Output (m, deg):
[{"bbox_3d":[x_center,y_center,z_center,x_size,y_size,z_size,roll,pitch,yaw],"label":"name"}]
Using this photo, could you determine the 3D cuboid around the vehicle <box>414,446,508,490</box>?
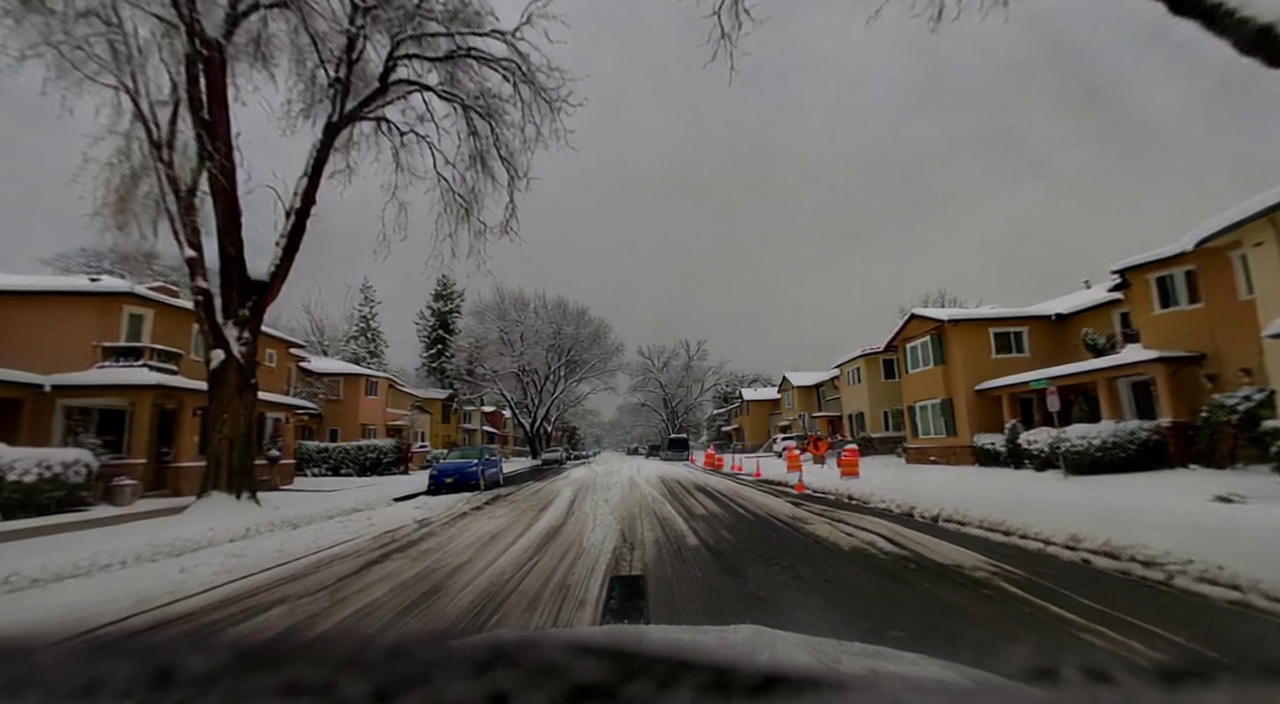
[{"bbox_3d":[-6.651,4.341,24.006,2.137,1.481,4.503,0,-9,1],"label":"vehicle"}]
